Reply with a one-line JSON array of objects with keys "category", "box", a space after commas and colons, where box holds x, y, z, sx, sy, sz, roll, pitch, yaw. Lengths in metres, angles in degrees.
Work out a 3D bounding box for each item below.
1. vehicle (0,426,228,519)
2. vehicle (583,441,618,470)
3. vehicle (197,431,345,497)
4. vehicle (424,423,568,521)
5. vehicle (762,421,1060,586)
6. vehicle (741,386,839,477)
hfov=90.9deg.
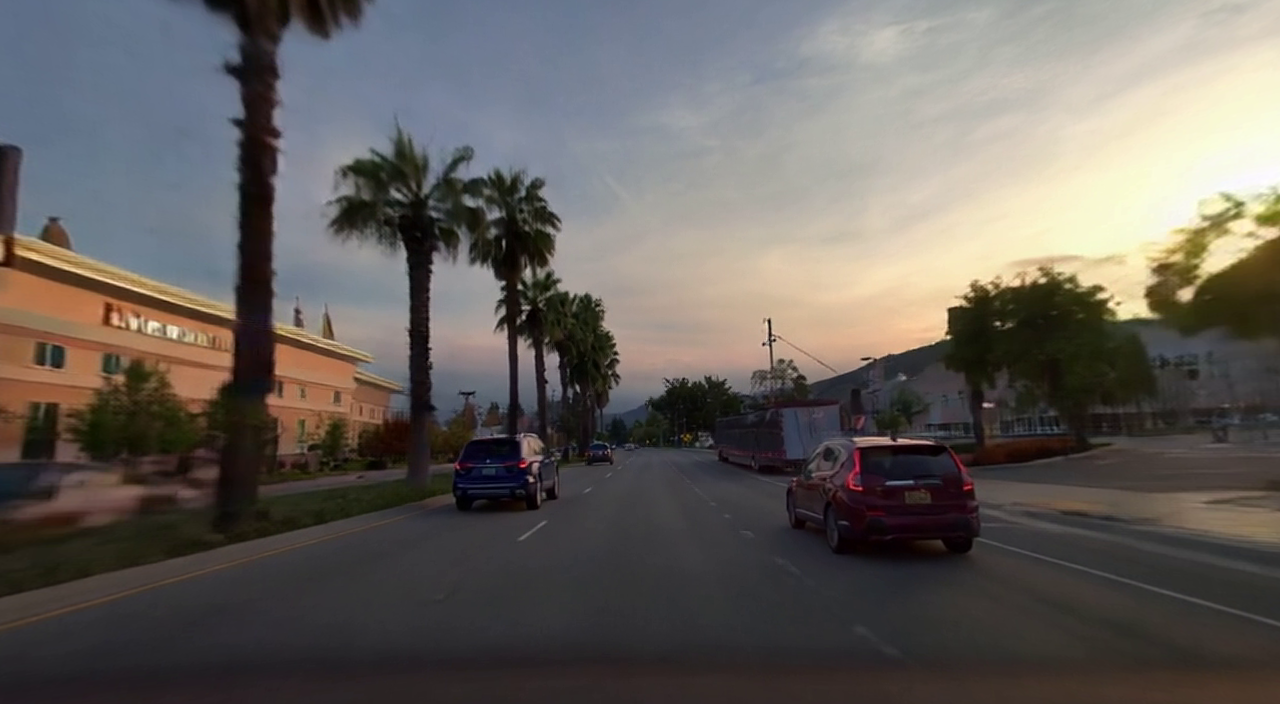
[{"category": "vehicle", "box": [-21.653, 4.885, 26.479, 2.989, 3.225, 8.285, 0, -9, 1]}, {"category": "vehicle", "box": [-2.495, 6.703, 40.892, 1.998, 1.743, 4.402, 0, -8, 0]}, {"category": "vehicle", "box": [-21.411, 6.538, 37.508, 3.030, 3.354, 9.135, -1, -9, 2]}, {"category": "vehicle", "box": [-2.950, 2.578, 14.053, 2.058, 1.804, 4.391, -1, -8, 1]}, {"category": "vehicle", "box": [2.944, 1.729, 8.028, 1.946, 1.513, 4.133, 0, -8, 0]}, {"category": "vehicle", "box": [7.225, 4.076, 31.805, 2.902, 3.992, 8.073, 0, -8, 0]}]
